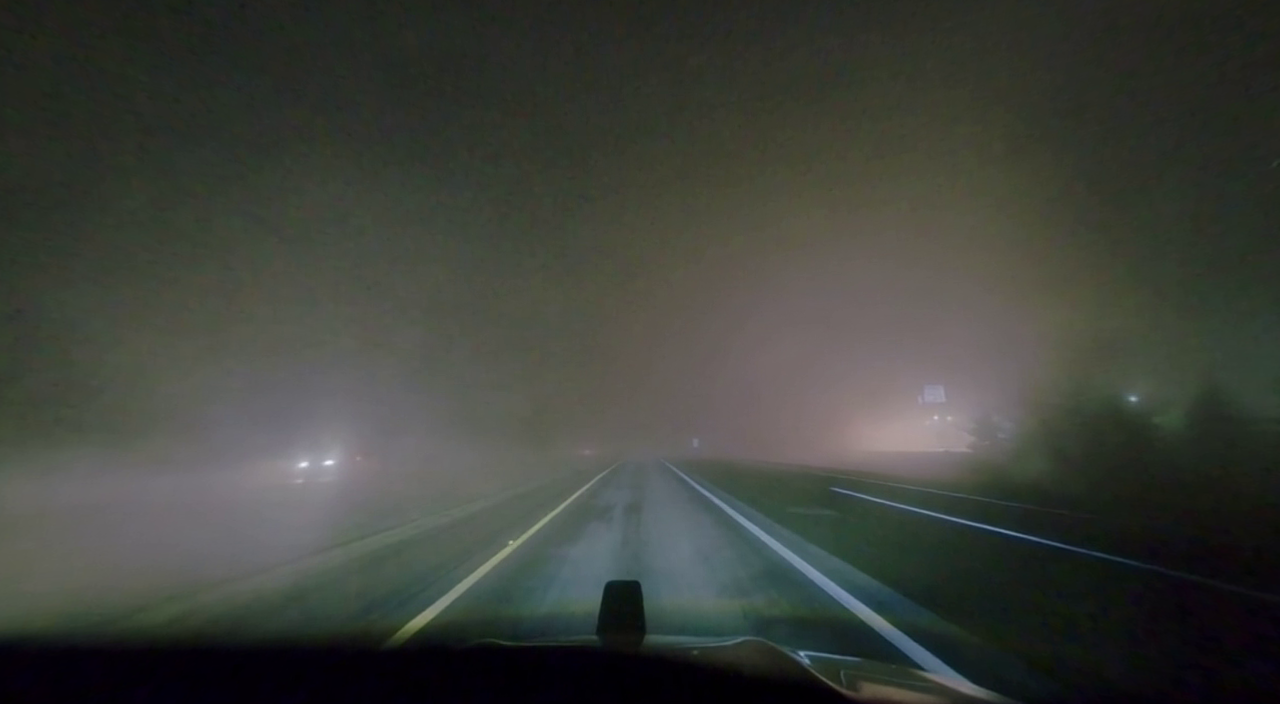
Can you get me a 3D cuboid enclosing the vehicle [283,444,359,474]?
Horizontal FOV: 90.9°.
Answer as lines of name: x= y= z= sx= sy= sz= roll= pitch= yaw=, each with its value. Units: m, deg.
vehicle: x=-17.734 y=5.960 z=35.354 sx=1.912 sy=1.591 sz=4.331 roll=0 pitch=-9 yaw=1
